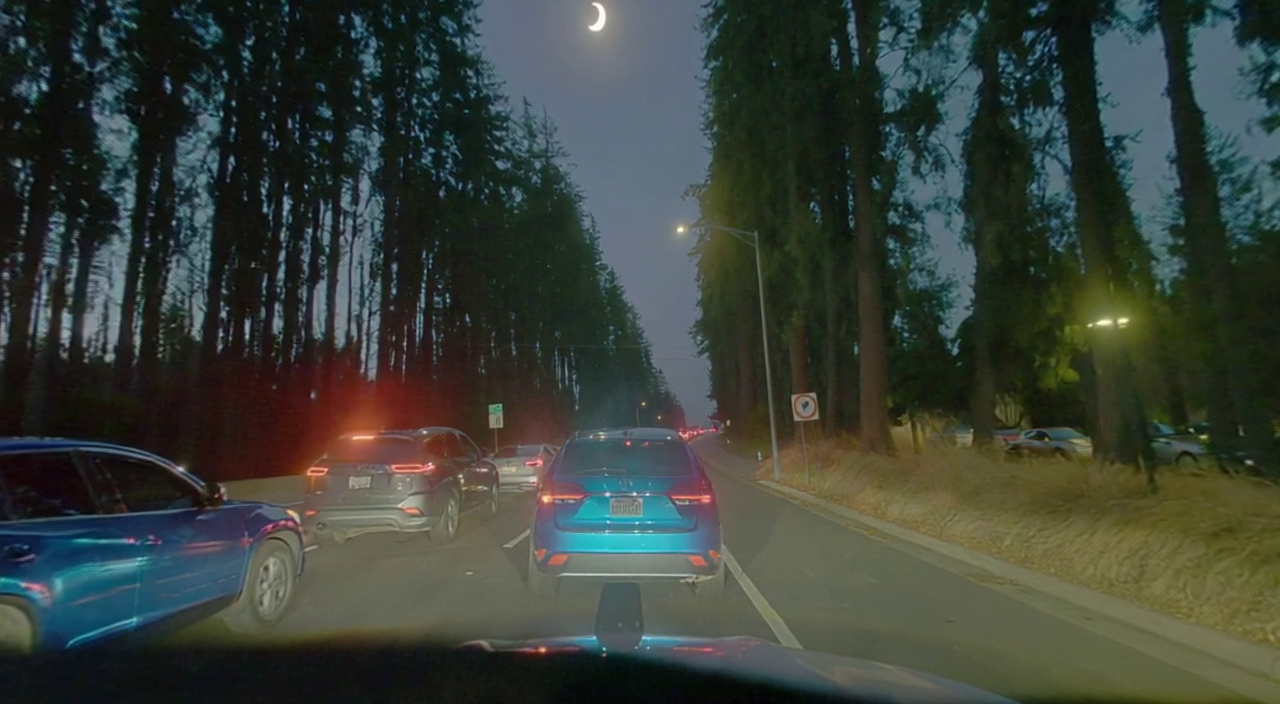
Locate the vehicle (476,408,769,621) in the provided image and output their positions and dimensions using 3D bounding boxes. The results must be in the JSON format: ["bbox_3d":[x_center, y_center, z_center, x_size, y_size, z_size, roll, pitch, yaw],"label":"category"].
[{"bbox_3d":[-0.034,1.523,6.833,2.229,1.591,3.897,-1,-8,3],"label":"vehicle"}]

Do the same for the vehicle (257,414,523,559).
[{"bbox_3d":[-3.476,1.972,10.049,2.188,1.745,4.618,0,-8,2],"label":"vehicle"}]

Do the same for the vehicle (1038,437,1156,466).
[{"bbox_3d":[28.485,6.190,39.483,5.955,1.702,2.166,1,-8,-6],"label":"vehicle"}]

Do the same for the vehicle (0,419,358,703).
[{"bbox_3d":[-3.658,1.163,3.623,1.922,1.464,4.424,0,-8,2],"label":"vehicle"}]
